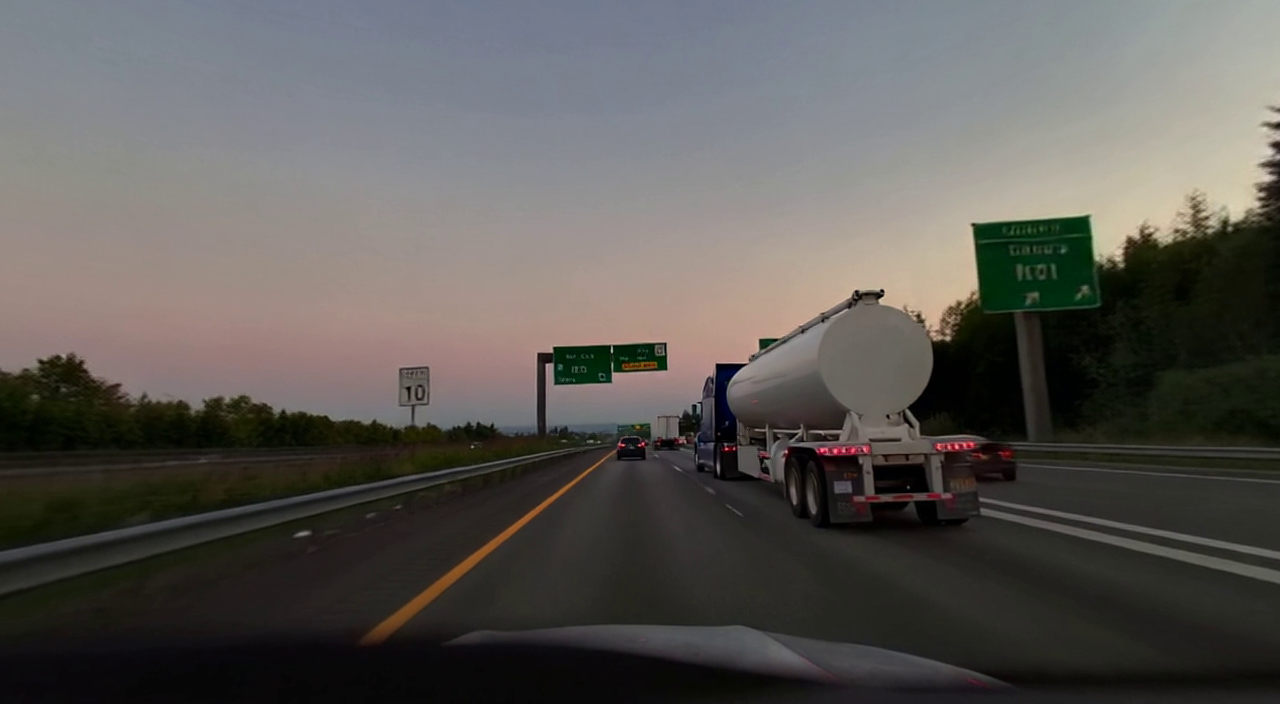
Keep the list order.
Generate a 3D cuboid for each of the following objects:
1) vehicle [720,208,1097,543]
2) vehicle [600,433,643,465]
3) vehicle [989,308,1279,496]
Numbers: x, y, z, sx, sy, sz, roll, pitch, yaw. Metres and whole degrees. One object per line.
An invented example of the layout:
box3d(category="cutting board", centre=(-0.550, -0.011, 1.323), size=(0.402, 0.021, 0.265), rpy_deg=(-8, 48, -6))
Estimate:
box3d(category="vehicle", centre=(3.652, 0.828, 11.954), size=(2.826, 3.905, 9.262), rpy_deg=(0, -8, -1))
box3d(category="vehicle", centre=(-0.880, 4.749, 31.085), size=(2.000, 1.510, 3.518), rpy_deg=(0, -8, -1))
box3d(category="vehicle", centre=(15.125, 1.758, 18.778), size=(2.878, 4.124, 10.050), rpy_deg=(1, -8, -5))
